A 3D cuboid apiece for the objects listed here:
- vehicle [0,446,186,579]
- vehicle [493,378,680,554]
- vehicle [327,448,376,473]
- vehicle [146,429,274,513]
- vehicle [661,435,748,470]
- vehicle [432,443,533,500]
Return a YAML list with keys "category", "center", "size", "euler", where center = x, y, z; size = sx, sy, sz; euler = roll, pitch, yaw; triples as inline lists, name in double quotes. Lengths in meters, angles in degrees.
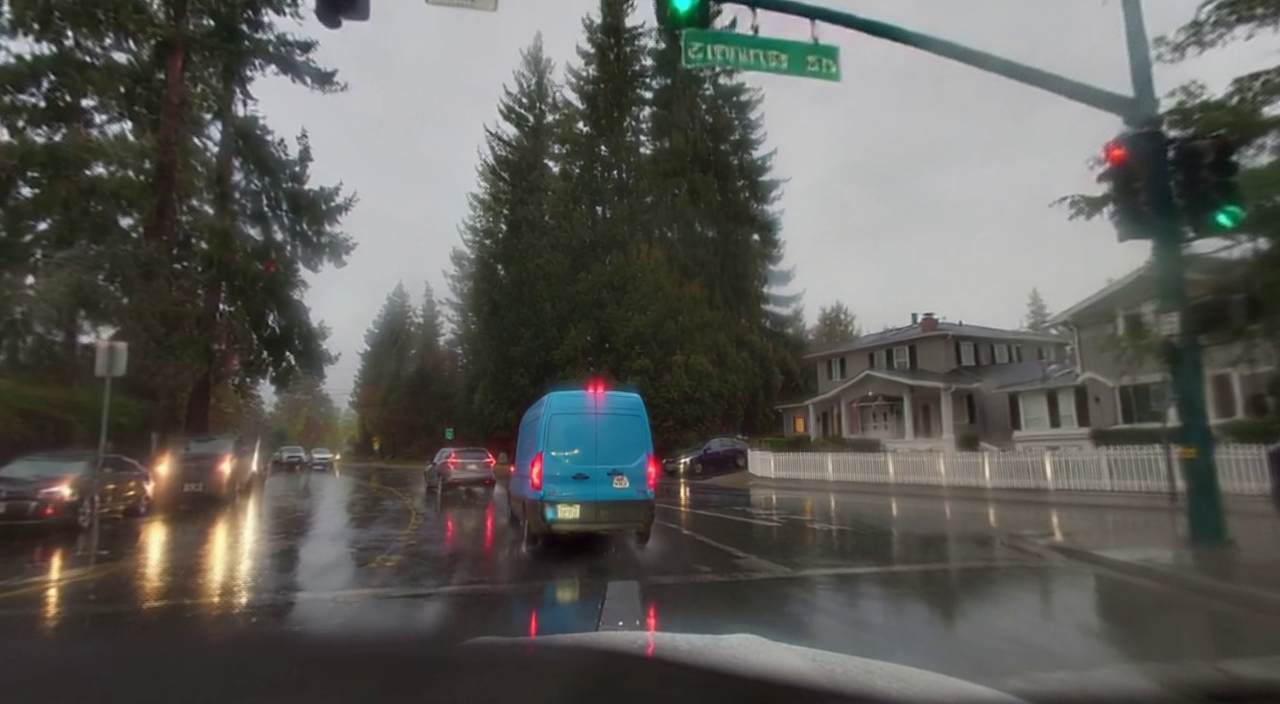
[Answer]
- category: "vehicle"
  center: [-8.550, 2.066, 8.853]
  size: [1.952, 1.461, 4.377]
  euler: [2, -9, -14]
- category: "vehicle"
  center: [-1.163, 1.764, 10.333]
  size: [2.213, 2.124, 4.809]
  euler: [2, -9, -15]
- category: "vehicle"
  center: [-18.461, 6.890, 40.351]
  size: [1.911, 1.493, 4.291]
  euler: [6, -11, -36]
- category: "vehicle"
  center: [-11.516, 3.154, 17.366]
  size: [2.228, 1.871, 5.492]
  euler: [4, -10, -28]
- category: "vehicle"
  center: [3.554, 5.458, 34.392]
  size: [4.559, 1.754, 1.985]
  euler: [6, -11, -37]
- category: "vehicle"
  center: [-4.761, 3.429, 18.608]
  size: [2.008, 1.445, 4.386]
  euler: [4, -9, -25]
